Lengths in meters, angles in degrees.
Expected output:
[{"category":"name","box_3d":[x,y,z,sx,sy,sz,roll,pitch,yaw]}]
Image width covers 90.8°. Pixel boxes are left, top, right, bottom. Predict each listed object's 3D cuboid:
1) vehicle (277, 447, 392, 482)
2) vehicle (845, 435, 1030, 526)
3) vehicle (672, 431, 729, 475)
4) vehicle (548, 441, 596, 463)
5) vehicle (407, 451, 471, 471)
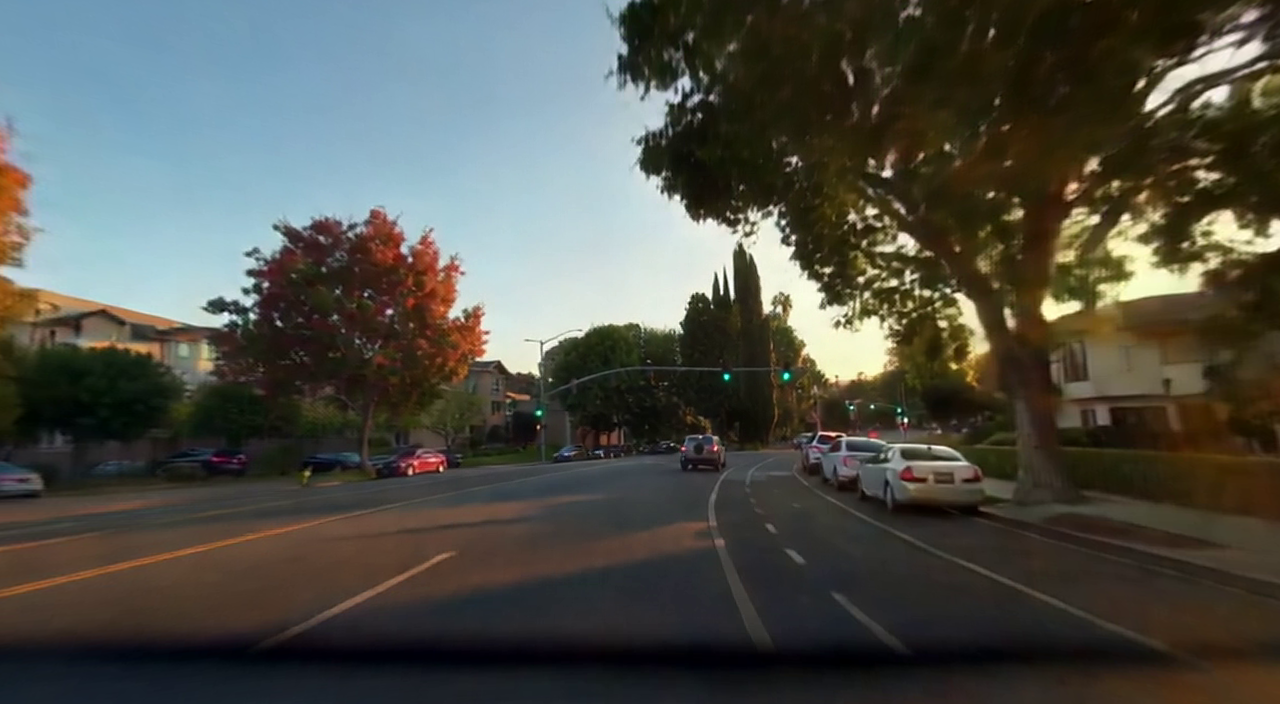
[{"category":"vehicle","box_3d":[-18.360,6.773,38.103,5.953,1.868,2.049,0,-10,9]},{"category":"vehicle","box_3d":[5.601,2.437,12.649,1.940,1.456,4.502,-1,-8,6]},{"category":"vehicle","box_3d":[2.645,4.213,26.655,1.852,1.680,4.488,-2,-9,12]},{"category":"vehicle","box_3d":[-5.098,7.599,48.195,1.918,1.508,4.353,-3,-8,19]},{"category":"vehicle","box_3d":[-14.810,7.999,46.539,4.195,1.400,1.726,-2,-9,14]}]
